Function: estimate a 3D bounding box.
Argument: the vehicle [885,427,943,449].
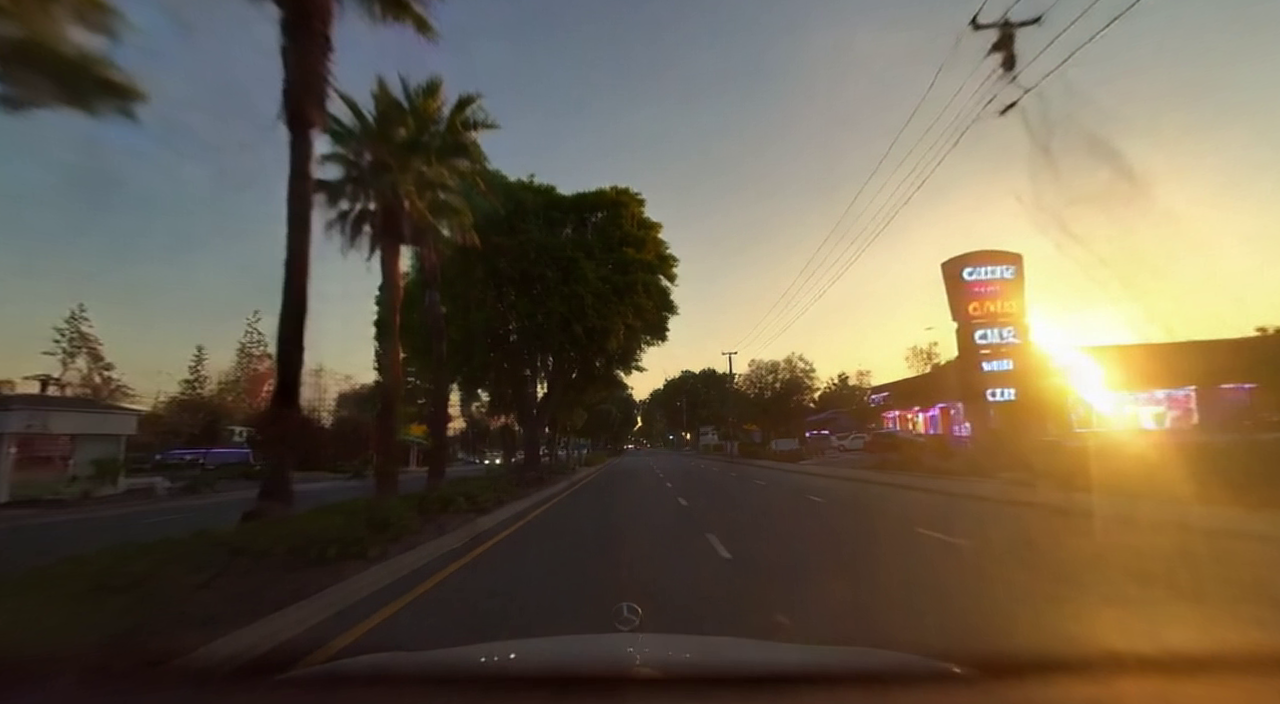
[{"bbox_3d":[19.048,6.026,44.143,1.797,1.425,4.645,0,-8,-2],"label":"vehicle"}]
